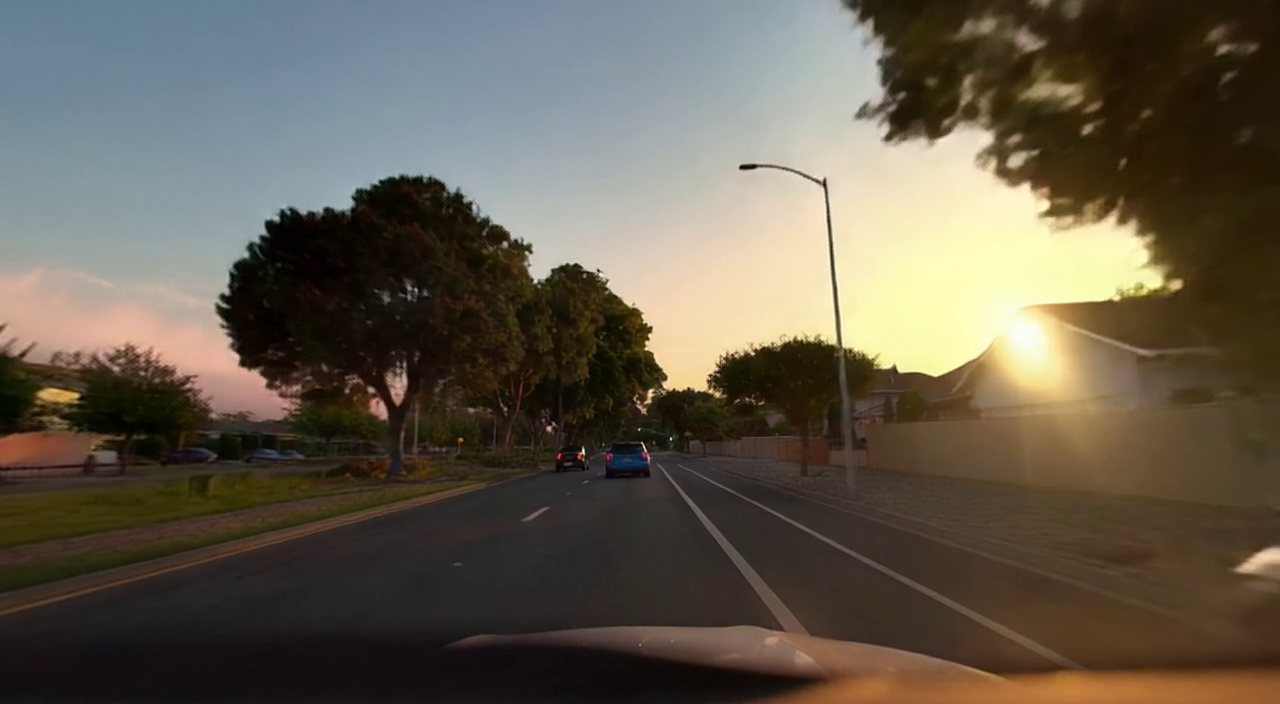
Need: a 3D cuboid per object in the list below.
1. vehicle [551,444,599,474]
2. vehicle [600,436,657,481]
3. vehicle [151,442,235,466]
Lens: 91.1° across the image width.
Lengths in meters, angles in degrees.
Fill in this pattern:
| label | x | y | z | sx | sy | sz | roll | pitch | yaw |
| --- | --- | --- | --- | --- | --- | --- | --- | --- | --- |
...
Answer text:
| label | x | y | z | sx | sy | sz | roll | pitch | yaw |
| --- | --- | --- | --- | --- | --- | --- | --- | --- | --- |
| vehicle | -3.381 | 5.662 | 33.495 | 2.032 | 1.433 | 4.458 | 0 | -9 | 1 |
| vehicle | -0.441 | 4.472 | 26.546 | 2.220 | 1.742 | 4.047 | 0 | -9 | 0 |
| vehicle | -33.095 | 7.585 | 46.566 | 4.564 | 1.717 | 1.977 | 0 | -9 | -1 |
